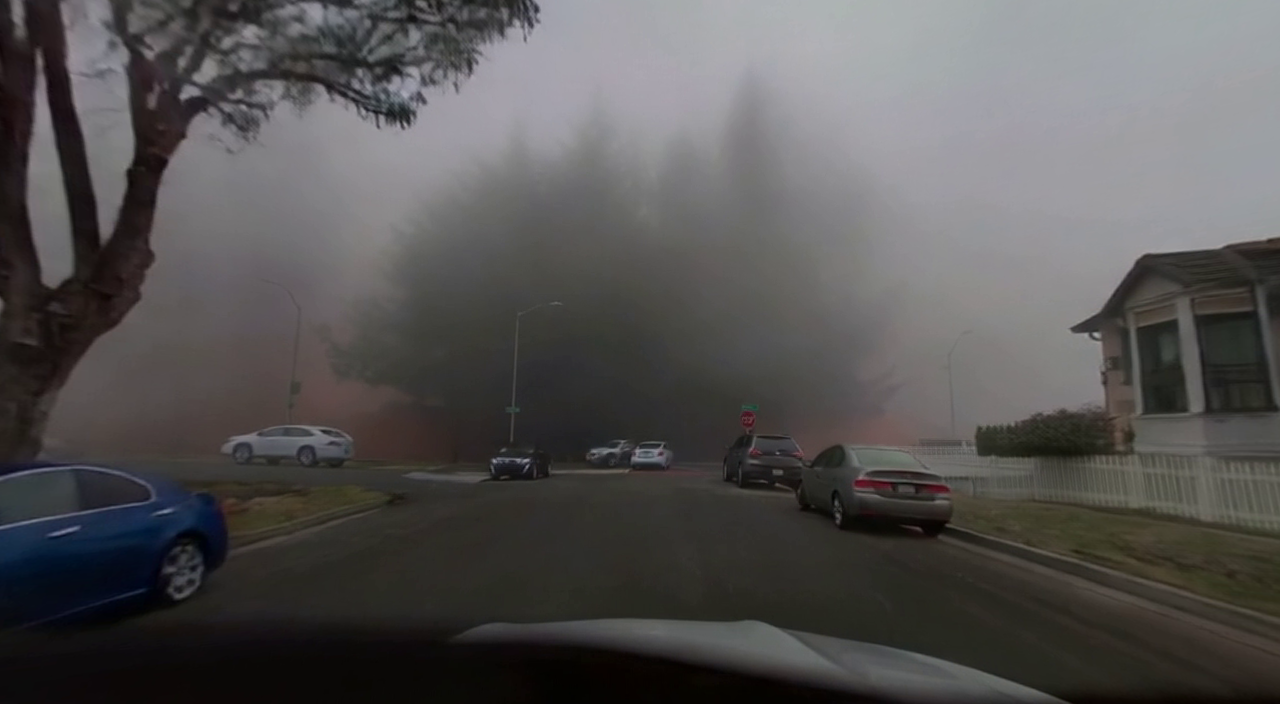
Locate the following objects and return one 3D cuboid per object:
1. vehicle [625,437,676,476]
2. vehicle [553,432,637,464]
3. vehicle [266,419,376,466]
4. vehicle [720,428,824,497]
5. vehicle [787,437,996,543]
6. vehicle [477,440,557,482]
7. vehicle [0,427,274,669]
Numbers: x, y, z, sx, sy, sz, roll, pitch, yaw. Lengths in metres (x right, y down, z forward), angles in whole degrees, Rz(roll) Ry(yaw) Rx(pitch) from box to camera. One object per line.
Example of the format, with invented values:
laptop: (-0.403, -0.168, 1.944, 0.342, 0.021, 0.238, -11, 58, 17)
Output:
vehicle: (0.420, 4.447, 26.894, 2.010, 1.499, 4.107, 0, -9, 0)
vehicle: (-3.178, 6.553, 42.838, 2.337, 2.039, 6.413, 7, -11, -40)
vehicle: (-15.359, 4.443, 30.719, 2.320, 2.030, 5.730, 0, -9, 0)
vehicle: (3.822, 3.261, 19.035, 2.144, 1.751, 4.472, 2, -8, 0)
vehicle: (4.092, 2.295, 11.140, 1.876, 1.477, 4.324, 0, -9, 0)
vehicle: (-4.648, 4.201, 24.453, 1.999, 1.441, 4.628, -1, -9, 3)
vehicle: (-4.931, 1.295, 4.385, 1.909, 1.492, 4.615, 0, -9, 1)
